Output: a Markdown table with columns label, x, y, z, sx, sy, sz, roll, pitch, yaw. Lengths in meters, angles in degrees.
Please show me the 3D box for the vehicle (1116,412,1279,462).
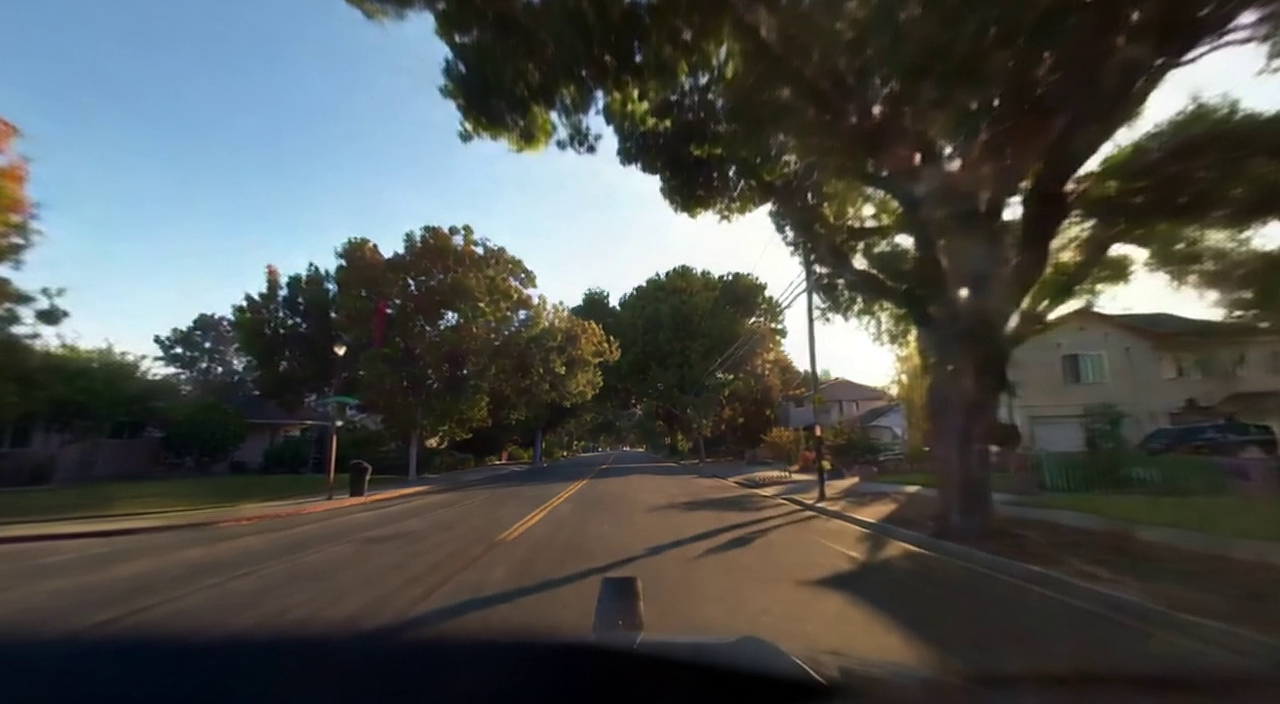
| label | x | y | z | sx | sy | sz | roll | pitch | yaw |
| --- | --- | --- | --- | --- | --- | --- | --- | --- | --- |
| vehicle | 18.863 | 2.884 | 21.327 | 3.730 | 1.604 | 2.027 | 0 | -8 | 1 |
